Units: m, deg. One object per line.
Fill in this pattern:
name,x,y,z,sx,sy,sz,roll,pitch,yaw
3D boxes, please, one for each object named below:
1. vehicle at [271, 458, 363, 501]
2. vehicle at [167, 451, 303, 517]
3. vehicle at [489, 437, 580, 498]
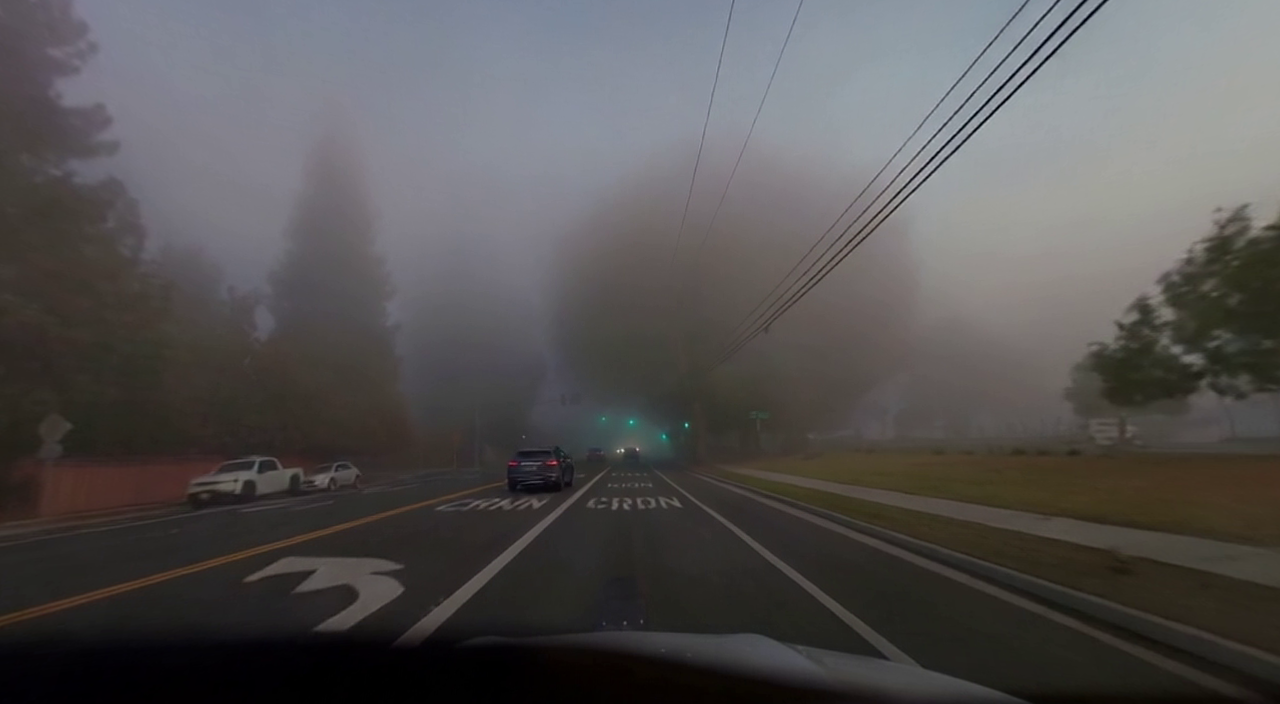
vehicle,-14.391,5.675,28.399,1.860,1.490,4.542,-3,-7,-1
vehicle,-14.228,4.584,22.568,1.972,1.887,4.777,-2,-8,-4
vehicle,-3.247,3.674,20.457,2.084,1.701,4.734,0,-9,0
